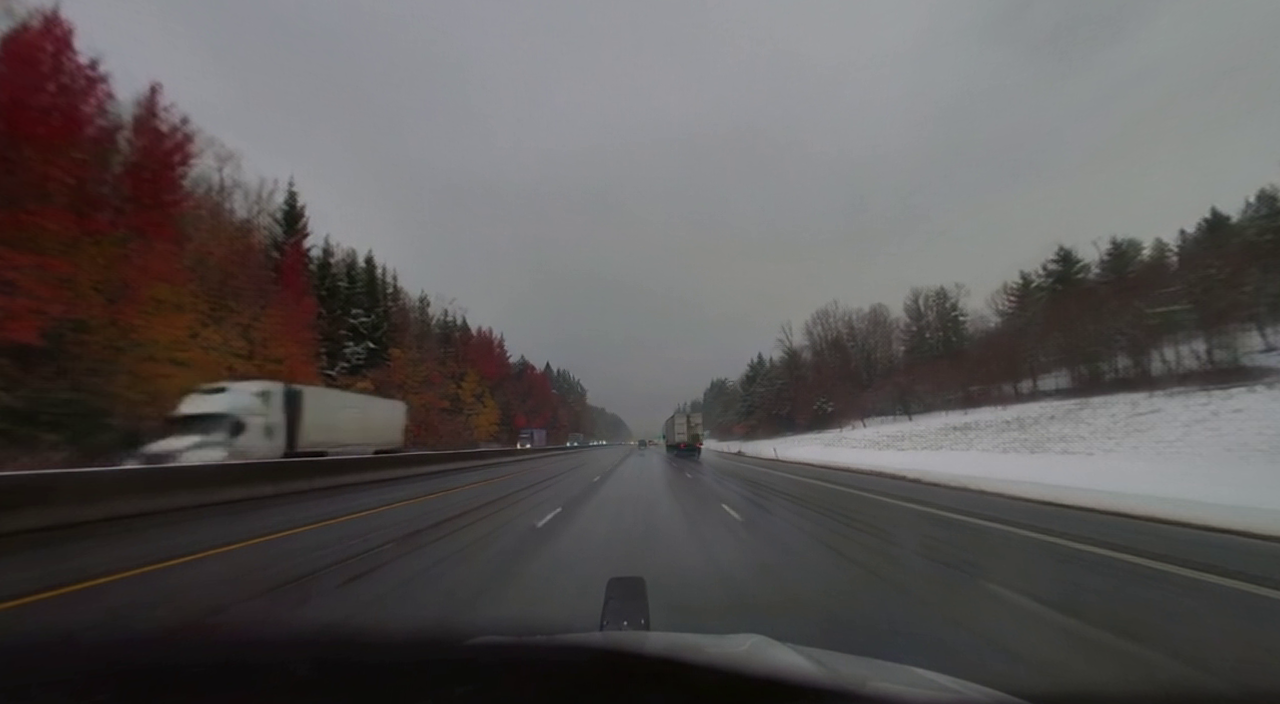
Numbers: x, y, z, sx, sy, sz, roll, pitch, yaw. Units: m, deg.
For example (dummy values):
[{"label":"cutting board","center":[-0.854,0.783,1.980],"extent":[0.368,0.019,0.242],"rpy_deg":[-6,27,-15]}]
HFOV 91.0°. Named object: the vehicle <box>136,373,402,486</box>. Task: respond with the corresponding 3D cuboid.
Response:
[{"label":"vehicle","center":[-15.857,3.769,29.574],"extent":[3.490,3.984,14.592],"rpy_deg":[0,-8,1]}]
